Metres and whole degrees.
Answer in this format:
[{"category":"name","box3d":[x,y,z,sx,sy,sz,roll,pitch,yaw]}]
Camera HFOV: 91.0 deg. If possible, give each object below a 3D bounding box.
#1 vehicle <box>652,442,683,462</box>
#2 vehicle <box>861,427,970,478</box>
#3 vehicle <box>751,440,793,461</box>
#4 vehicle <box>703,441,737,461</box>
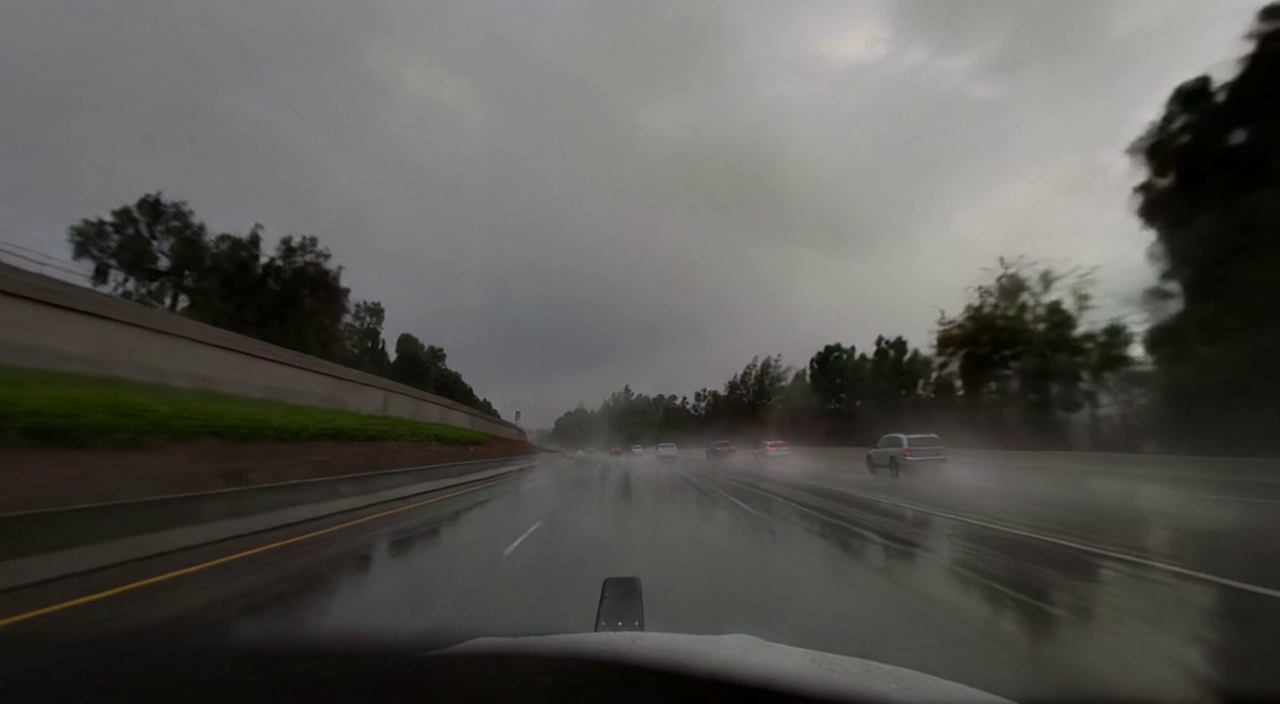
[{"category":"vehicle","box3d":[2.076,7.736,48.739,1.934,1.491,3.982,0,-9,-3]},{"category":"vehicle","box3d":[10.532,3.881,24.493,2.077,1.763,4.472,0,-9,-2]},{"category":"vehicle","box3d":[10.079,7.542,48.312,1.987,1.546,4.271,0,-9,-4]},{"category":"vehicle","box3d":[6.225,7.798,49.468,1.904,1.488,4.299,0,-9,-4]}]
